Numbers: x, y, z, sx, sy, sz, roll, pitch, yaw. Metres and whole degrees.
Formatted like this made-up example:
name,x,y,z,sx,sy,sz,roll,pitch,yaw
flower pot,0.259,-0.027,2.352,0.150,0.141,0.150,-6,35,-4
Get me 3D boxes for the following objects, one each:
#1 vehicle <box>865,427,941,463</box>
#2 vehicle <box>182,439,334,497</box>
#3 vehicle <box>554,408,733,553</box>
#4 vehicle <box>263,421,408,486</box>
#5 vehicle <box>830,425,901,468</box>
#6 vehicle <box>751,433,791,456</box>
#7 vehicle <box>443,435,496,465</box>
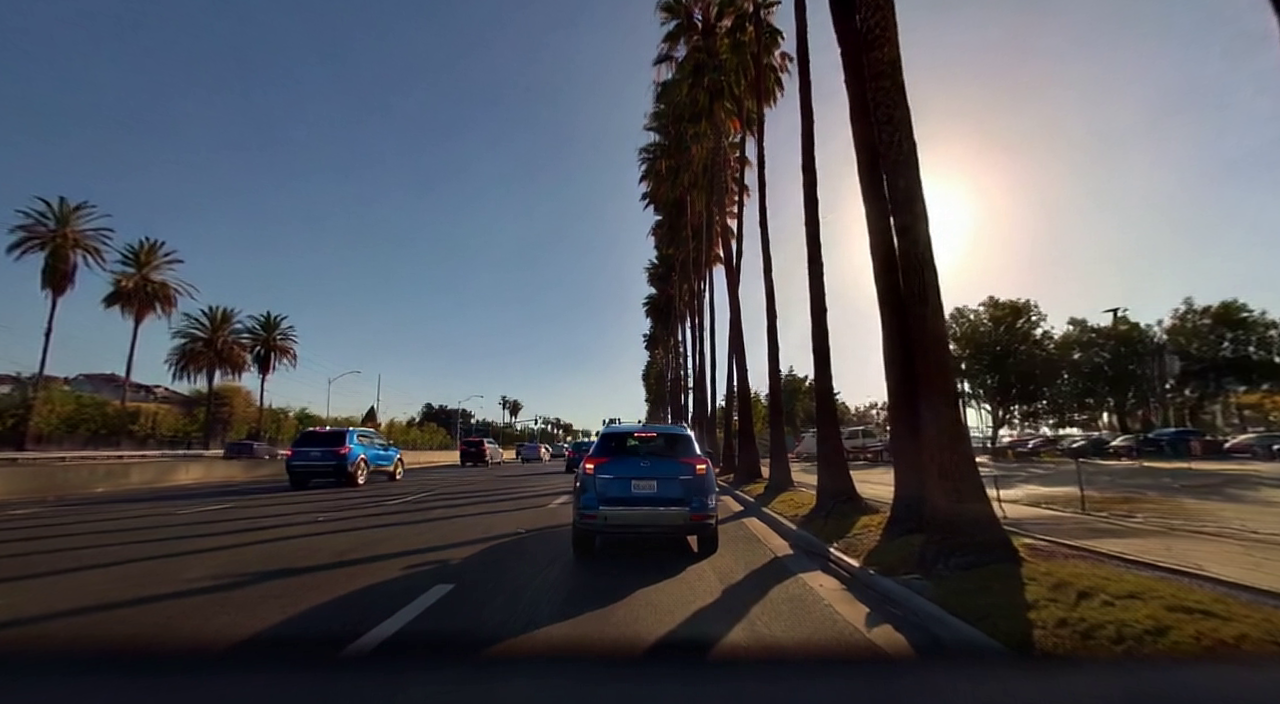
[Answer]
name,x,y,z,sx,sy,sz,roll,pitch,yaw
vehicle,12.074,4.308,29.065,1.681,1.503,3.781,1,-9,-3
vehicle,-10.079,3.065,16.904,1.924,1.384,3.426,0,-8,0
vehicle,0.060,1.820,9.480,2.121,1.710,3.893,0,-8,1
vehicle,-10.073,3.427,21.412,2.269,1.934,5.350,0,-8,-1
vehicle,8.280,3.433,22.874,1.837,1.416,3.947,-4,-10,27
vehicle,9.158,6.489,44.093,1.929,1.496,4.245,0,-8,1
vehicle,-10.526,6.073,39.060,1.965,1.743,4.327,0,-9,1
